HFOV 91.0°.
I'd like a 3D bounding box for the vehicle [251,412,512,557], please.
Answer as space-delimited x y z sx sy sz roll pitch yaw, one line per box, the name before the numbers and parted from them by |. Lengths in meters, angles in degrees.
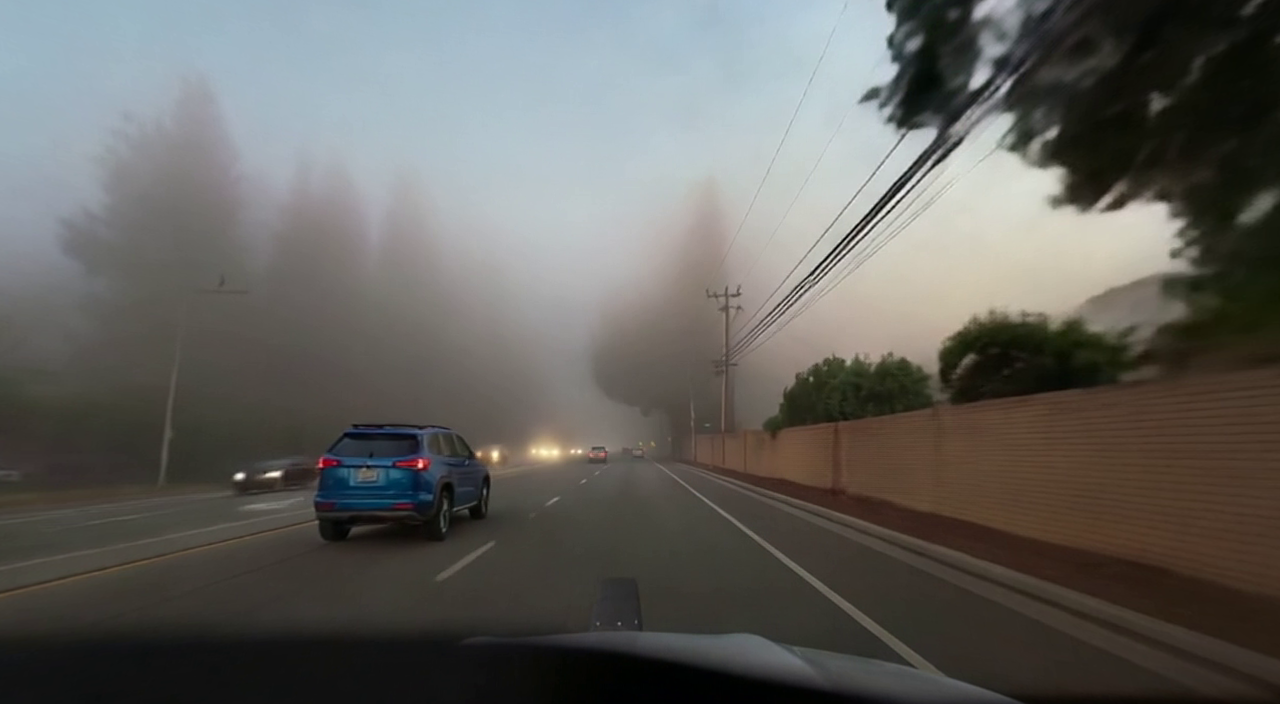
vehicle | -3.602 1.934 9.965 2.147 1.730 4.555 0 -8 0
